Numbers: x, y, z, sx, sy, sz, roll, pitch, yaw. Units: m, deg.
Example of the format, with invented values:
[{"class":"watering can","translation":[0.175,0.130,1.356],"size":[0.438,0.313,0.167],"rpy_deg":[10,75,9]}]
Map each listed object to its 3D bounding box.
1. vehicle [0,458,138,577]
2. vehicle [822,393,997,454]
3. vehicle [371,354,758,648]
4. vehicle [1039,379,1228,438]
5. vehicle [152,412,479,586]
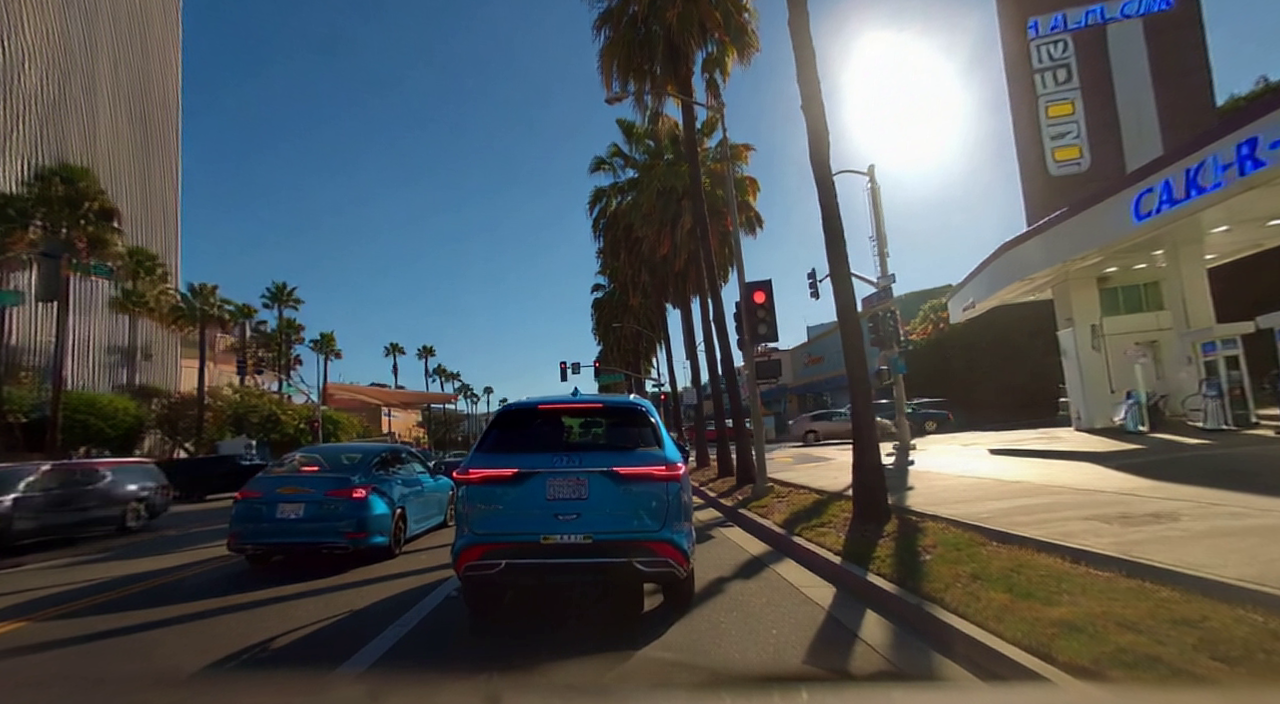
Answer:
[{"class":"vehicle","translation":[-11.528,2.846,11.522],"size":[2.331,1.708,4.660],"rpy_deg":[3,-9,-21]},{"class":"vehicle","translation":[9.588,2.618,22.819],"size":[5.307,2.076,2.122],"rpy_deg":[0,-8,-4]},{"class":"vehicle","translation":[-0.592,1.317,6.646],"size":[2.519,1.913,4.819],"rpy_deg":[0,-8,-3]},{"class":"vehicle","translation":[17.912,2.101,23.140],"size":[5.033,1.999,2.259],"rpy_deg":[0,-8,-3]},{"class":"vehicle","translation":[-3.842,1.821,8.825],"size":[2.097,1.692,5.030],"rpy_deg":[0,-8,-3]}]
